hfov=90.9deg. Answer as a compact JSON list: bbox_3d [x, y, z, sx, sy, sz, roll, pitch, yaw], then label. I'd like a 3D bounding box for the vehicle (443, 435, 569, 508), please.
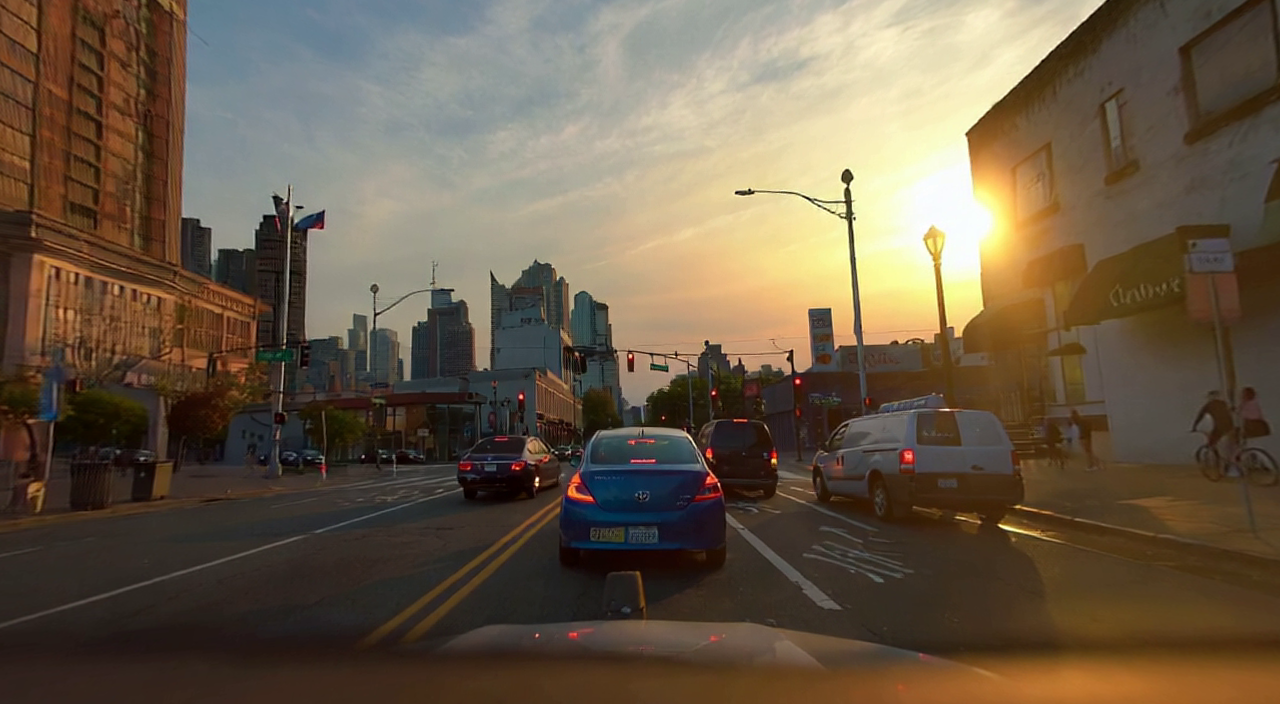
[{"bbox_3d":[-2.967,2.762,15.034,2.039,1.452,4.489,0,-9,0],"label":"vehicle"}]

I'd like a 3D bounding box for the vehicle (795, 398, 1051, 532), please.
[{"bbox_3d":[4.505,1.910,11.141,2.142,1.829,4.767,0,-9,-2],"label":"vehicle"}]

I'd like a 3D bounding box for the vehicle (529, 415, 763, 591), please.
[{"bbox_3d":[0.038,1.655,7.722,2.091,1.557,4.000,0,-9,0],"label":"vehicle"}]
